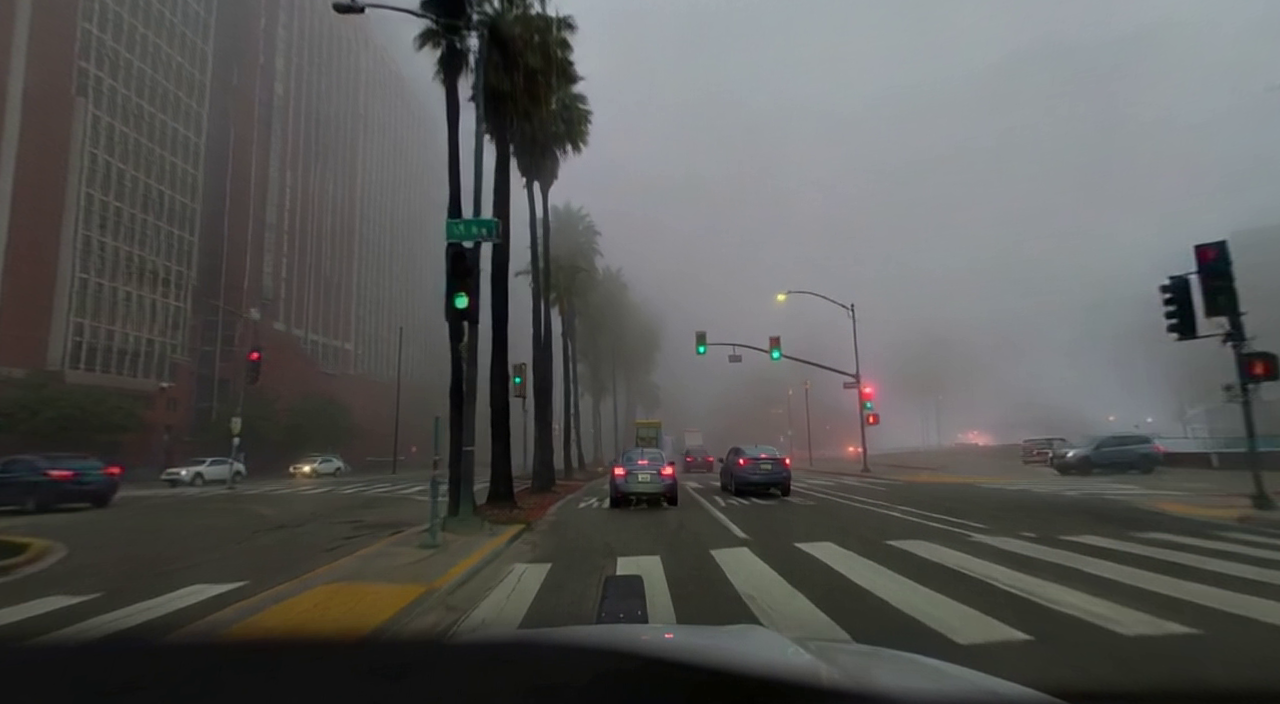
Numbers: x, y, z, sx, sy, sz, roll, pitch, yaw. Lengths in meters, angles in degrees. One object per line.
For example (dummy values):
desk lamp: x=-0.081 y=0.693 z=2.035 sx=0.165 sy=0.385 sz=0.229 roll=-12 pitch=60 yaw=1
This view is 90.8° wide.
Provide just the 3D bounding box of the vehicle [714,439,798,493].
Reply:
vehicle: x=3.462 y=3.474 z=19.512 sx=1.909 sy=1.500 sz=3.524 roll=0 pitch=-9 yaw=0

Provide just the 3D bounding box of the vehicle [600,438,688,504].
vehicle: x=0.128 y=3.053 z=16.539 sx=2.048 sy=1.503 sz=3.681 roll=0 pitch=-9 yaw=1

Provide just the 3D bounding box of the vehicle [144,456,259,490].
vehicle: x=-21.675 y=5.982 z=31.497 sx=1.844 sy=1.478 sz=4.618 roll=-2 pitch=-9 yaw=12

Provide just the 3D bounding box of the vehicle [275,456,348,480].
vehicle: x=-22.213 y=7.867 z=42.960 sx=1.809 sy=1.472 sz=4.601 roll=-2 pitch=-9 yaw=13

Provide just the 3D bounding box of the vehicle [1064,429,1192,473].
vehicle: x=20.384 y=4.169 z=26.709 sx=1.959 sy=1.674 sz=4.706 roll=-1 pitch=-9 yaw=6

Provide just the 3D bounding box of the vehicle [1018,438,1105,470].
vehicle: x=21.427 y=5.207 z=32.354 sx=1.852 sy=1.455 sz=4.673 roll=-2 pitch=-9 yaw=9

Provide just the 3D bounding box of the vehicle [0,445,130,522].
vehicle: x=-14.155 y=2.825 z=13.866 sx=4.435 sy=1.501 sz=1.977 roll=-2 pitch=-9 yaw=8
